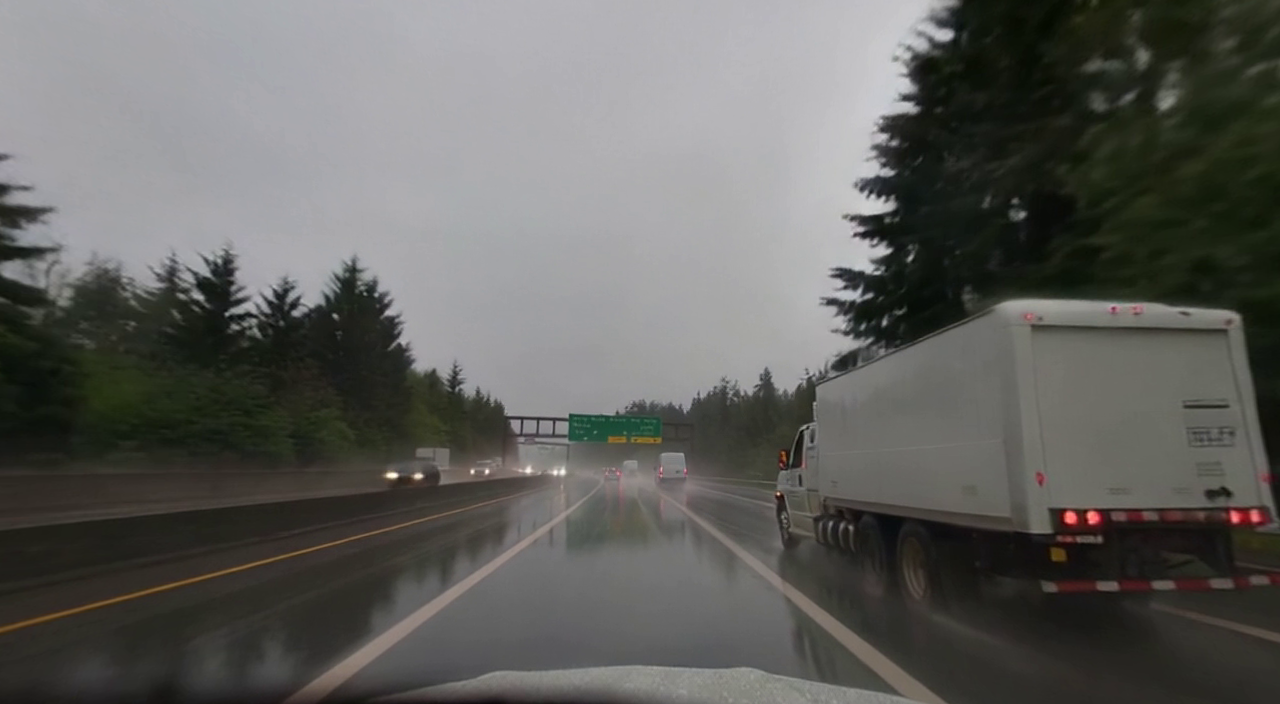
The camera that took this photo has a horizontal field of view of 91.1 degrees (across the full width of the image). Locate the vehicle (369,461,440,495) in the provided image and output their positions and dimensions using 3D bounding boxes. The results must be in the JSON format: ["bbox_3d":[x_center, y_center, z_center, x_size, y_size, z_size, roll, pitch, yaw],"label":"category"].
[{"bbox_3d":[-11.203,6.025,30.189,1.890,1.515,3.920,1,-10,-1],"label":"vehicle"}]

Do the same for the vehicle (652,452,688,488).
[{"bbox_3d":[2.267,9.192,49.026,2.291,2.639,5.280,1,-10,-3],"label":"vehicle"}]

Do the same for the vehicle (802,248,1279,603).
[{"bbox_3d":[7.157,2.058,14.384,2.866,4.102,14.351,1,-10,-1],"label":"vehicle"}]

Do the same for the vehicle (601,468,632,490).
[{"bbox_3d":[-1.716,9.180,45.589,2.106,1.524,4.381,1,-10,-2],"label":"vehicle"}]
